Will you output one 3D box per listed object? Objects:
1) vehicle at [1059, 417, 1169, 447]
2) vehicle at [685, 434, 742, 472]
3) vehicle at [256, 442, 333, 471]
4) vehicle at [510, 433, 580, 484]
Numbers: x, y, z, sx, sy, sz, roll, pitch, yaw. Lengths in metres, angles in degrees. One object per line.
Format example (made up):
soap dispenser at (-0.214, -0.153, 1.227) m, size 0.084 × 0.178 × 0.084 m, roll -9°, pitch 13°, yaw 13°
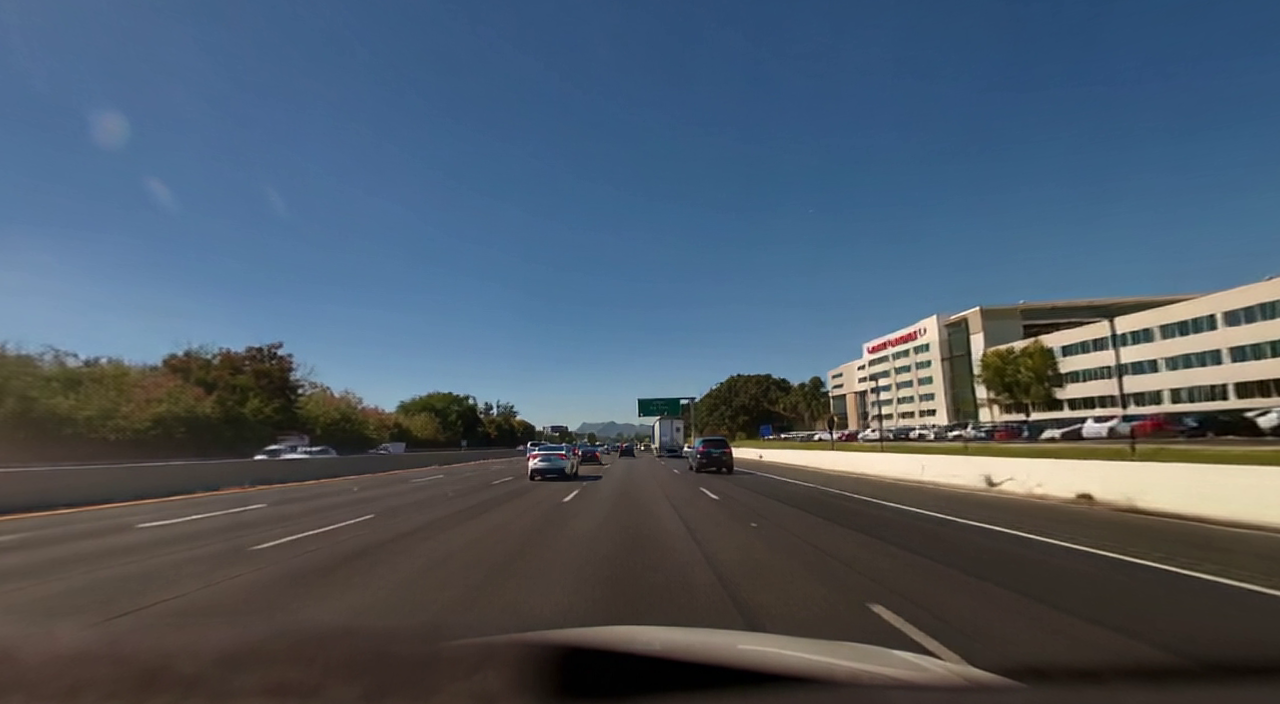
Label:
vehicle at (29.533, 5.006, 39.508) m, size 5.019 × 1.764 × 2.183 m, roll -1°, pitch -8°, yaw 1°
vehicle at (3.654, 5.113, 32.190) m, size 2.198 × 1.807 × 4.530 m, roll 0°, pitch -8°, yaw -2°
vehicle at (-18.382, 5.571, 33.863) m, size 1.883 × 1.467 × 3.937 m, roll 0°, pitch -8°, yaw 0°
vehicle at (-3.529, 4.047, 24.355) m, size 1.987 × 1.765 × 4.508 m, roll 0°, pitch -8°, yaw 0°
